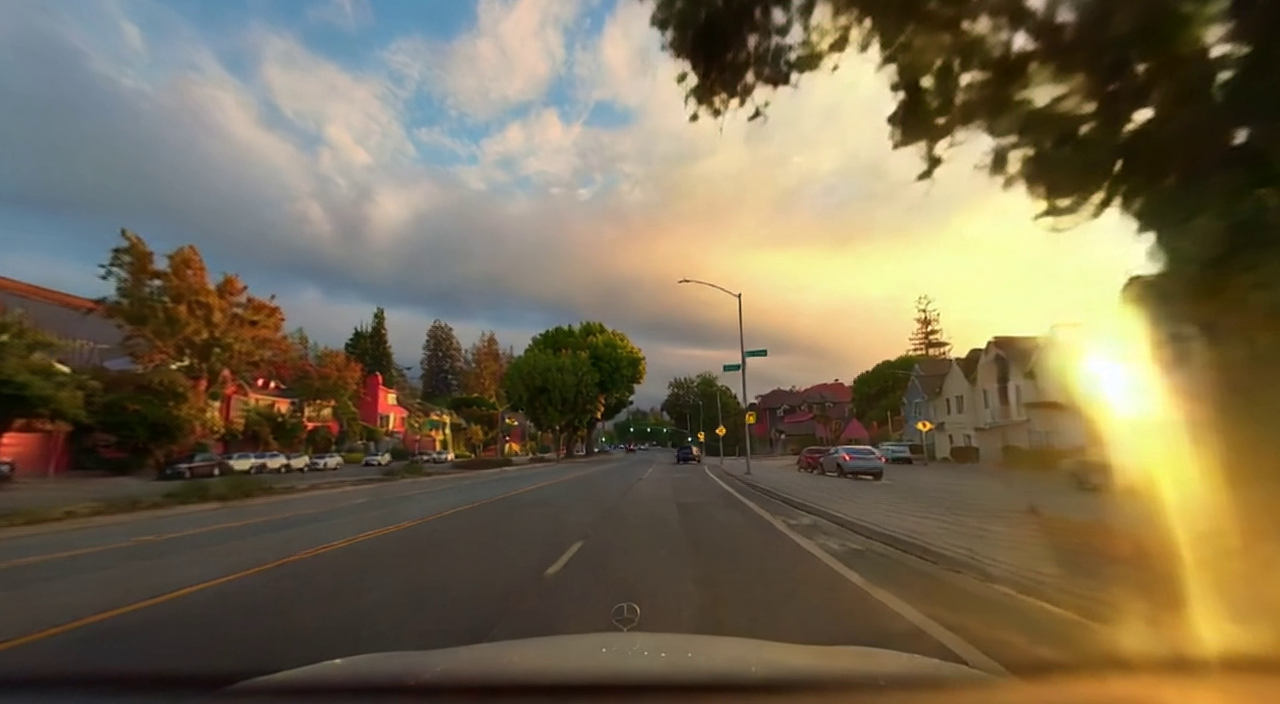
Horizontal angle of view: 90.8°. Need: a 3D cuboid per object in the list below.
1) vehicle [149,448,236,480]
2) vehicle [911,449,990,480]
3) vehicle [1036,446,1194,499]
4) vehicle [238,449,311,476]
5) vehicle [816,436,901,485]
[{"bbox_3d":[-27.669,7.032,39.266,1.983,1.691,4.336,-3,-13,3],"label":"vehicle"},{"bbox_3d":[16.500,5.962,33.859,1.969,1.465,4.930,0,-9,3],"label":"vehicle"},{"bbox_3d":[15.935,4.025,21.583,1.940,1.556,4.542,1,-9,1],"label":"vehicle"},{"bbox_3d":[-27.067,8.145,46.972,2.076,1.815,4.985,0,-9,5],"label":"vehicle"},{"bbox_3d":[9.413,4.843,27.700,1.923,1.741,4.683,-3,-13,-1],"label":"vehicle"}]
